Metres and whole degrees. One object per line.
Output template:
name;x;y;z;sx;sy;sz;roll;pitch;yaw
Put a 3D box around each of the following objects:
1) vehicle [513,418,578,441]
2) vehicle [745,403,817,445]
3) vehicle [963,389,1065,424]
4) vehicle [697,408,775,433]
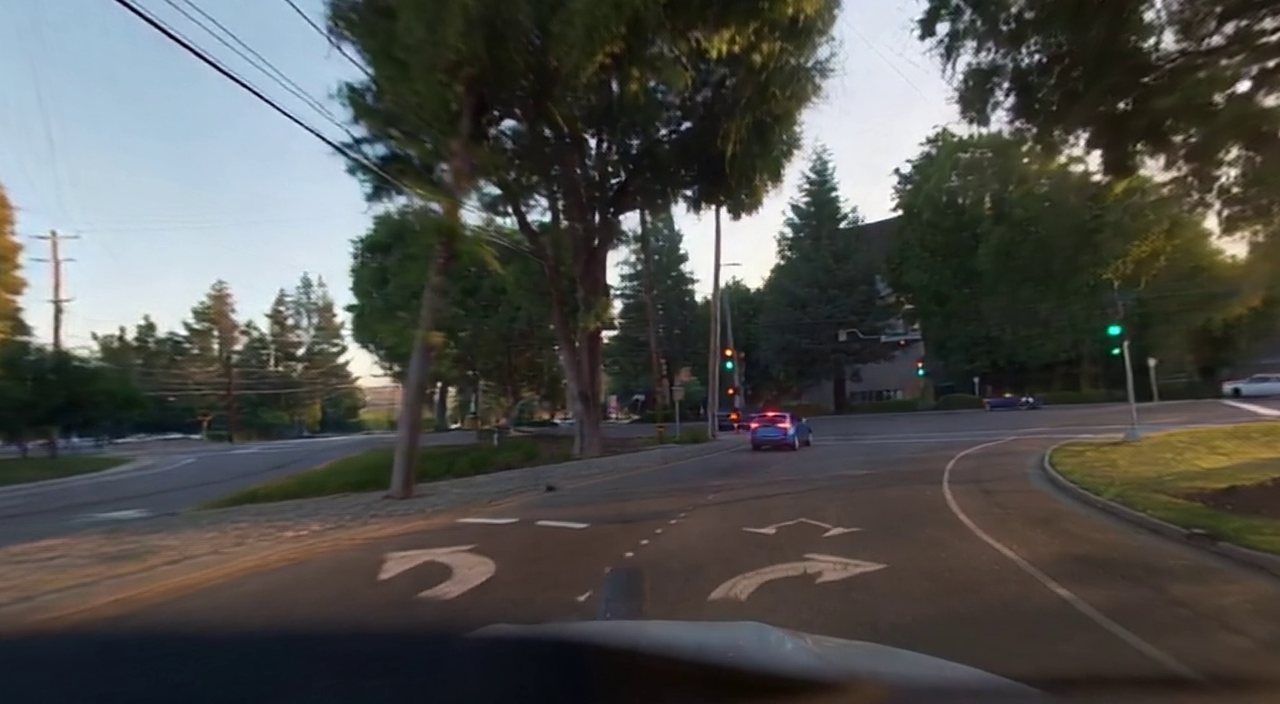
vehicle;-7.315;5.998;48.792;4.610;1.476;2.021;-4;-2;26
vehicle;6.421;3.322;28.318;1.928;1.726;4.704;-5;-10;28
vehicle;20.647;3.033;35.045;4.636;1.668;1.935;-5;-6;28
vehicle;6.454;4.595;42.327;4.757;1.442;1.858;-5;-5;27
